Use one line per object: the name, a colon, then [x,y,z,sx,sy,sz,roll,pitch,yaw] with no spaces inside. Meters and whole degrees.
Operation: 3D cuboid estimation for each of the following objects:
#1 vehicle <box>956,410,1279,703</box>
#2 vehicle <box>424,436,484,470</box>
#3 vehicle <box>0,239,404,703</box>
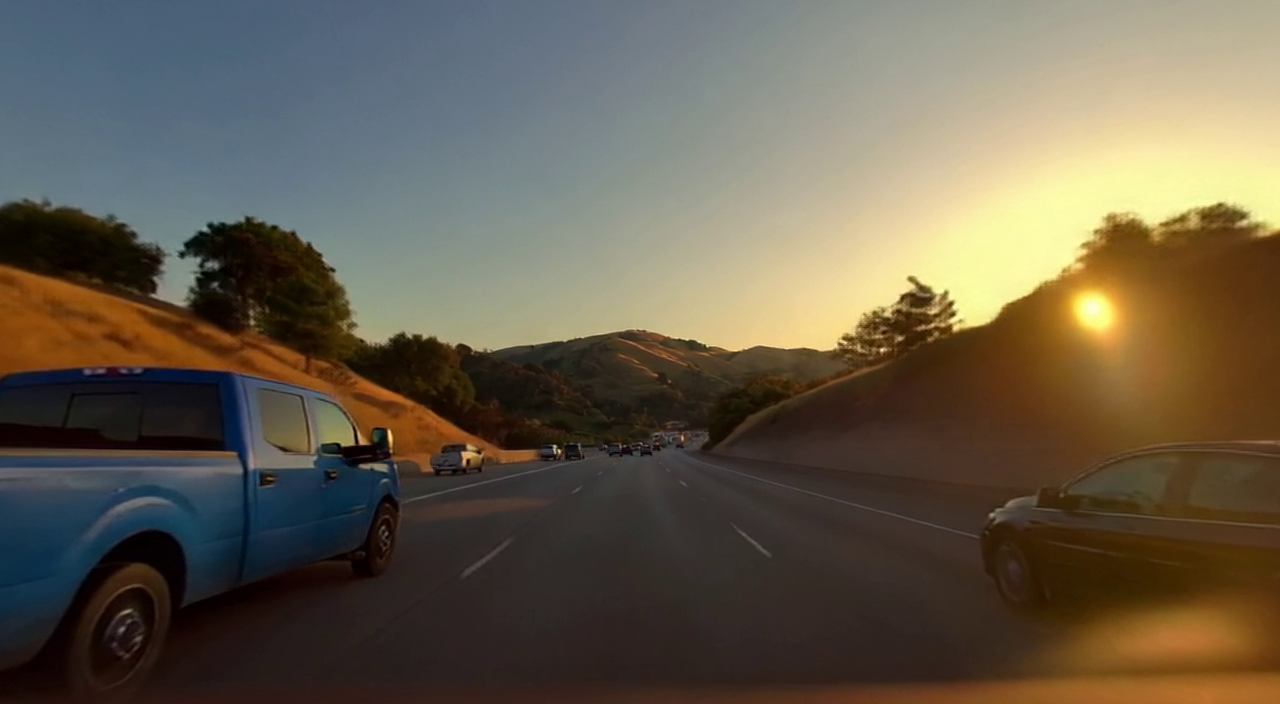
vehicle: [3.995,1.120,3.461,2.047,1.524,4.619,0,-9,-1]
vehicle: [-10.992,6.012,37.734,2.012,1.875,4.895,0,-9,1]
vehicle: [-3.668,0.776,3.320,2.483,2.100,6.208,0,-9,0]
